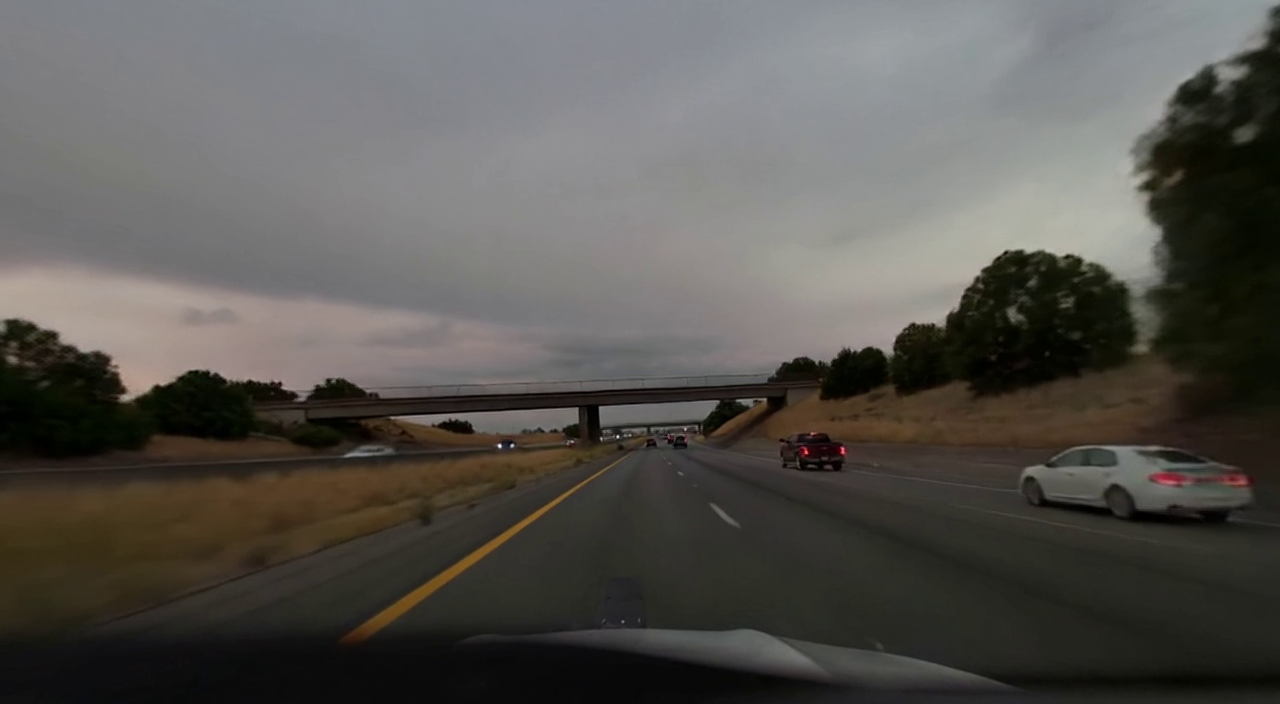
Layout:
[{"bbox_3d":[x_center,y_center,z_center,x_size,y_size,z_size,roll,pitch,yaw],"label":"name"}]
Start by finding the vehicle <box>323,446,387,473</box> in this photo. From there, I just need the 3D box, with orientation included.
[{"bbox_3d":[-16.968,6.406,37.619,1.792,1.478,4.262,0,-8,0],"label":"vehicle"}]

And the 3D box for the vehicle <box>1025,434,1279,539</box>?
[{"bbox_3d":[9.066,2.213,11.002,1.927,1.472,4.076,0,-9,-2],"label":"vehicle"}]

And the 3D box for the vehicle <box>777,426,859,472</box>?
[{"bbox_3d":[8.678,4.809,31.234,2.362,2.037,5.409,0,-9,-1],"label":"vehicle"}]
